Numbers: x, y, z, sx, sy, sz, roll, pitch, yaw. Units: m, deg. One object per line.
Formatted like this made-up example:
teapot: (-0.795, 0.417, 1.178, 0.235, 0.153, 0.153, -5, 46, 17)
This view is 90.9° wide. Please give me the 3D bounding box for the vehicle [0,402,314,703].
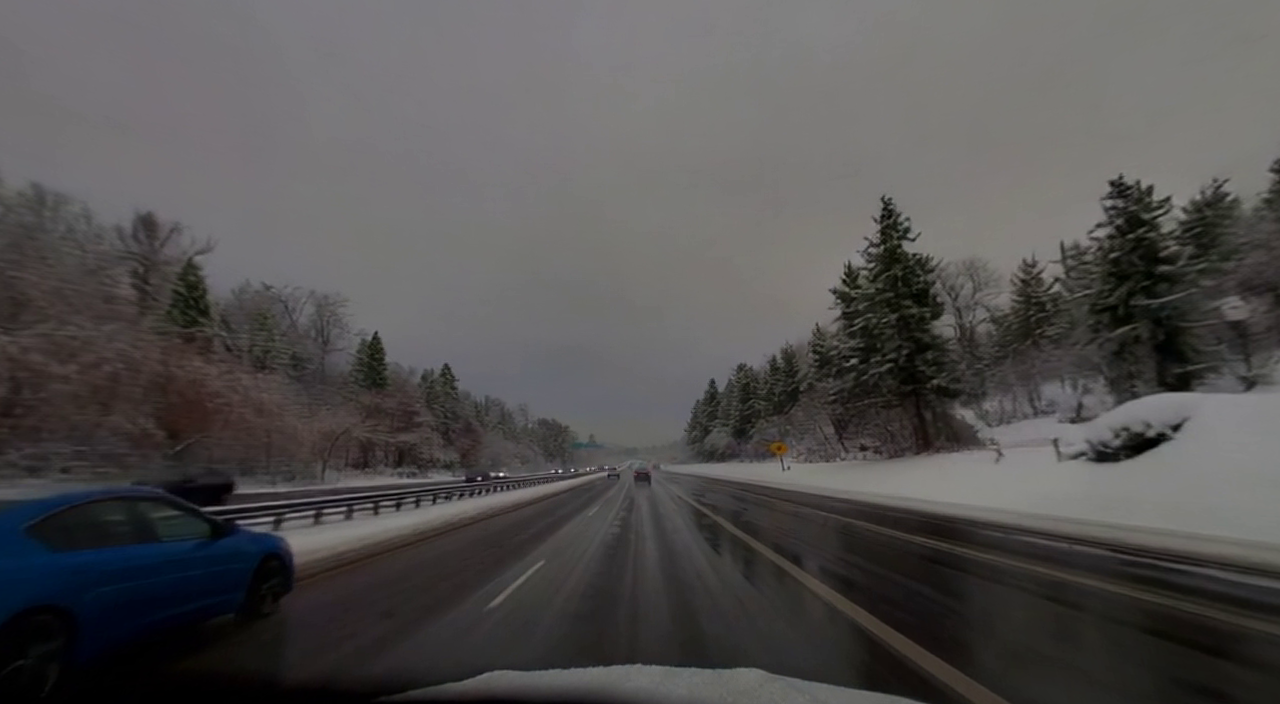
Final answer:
vehicle: (-3.893, 1.080, 3.392, 2.041, 1.508, 4.075, 1, -11, 0)
